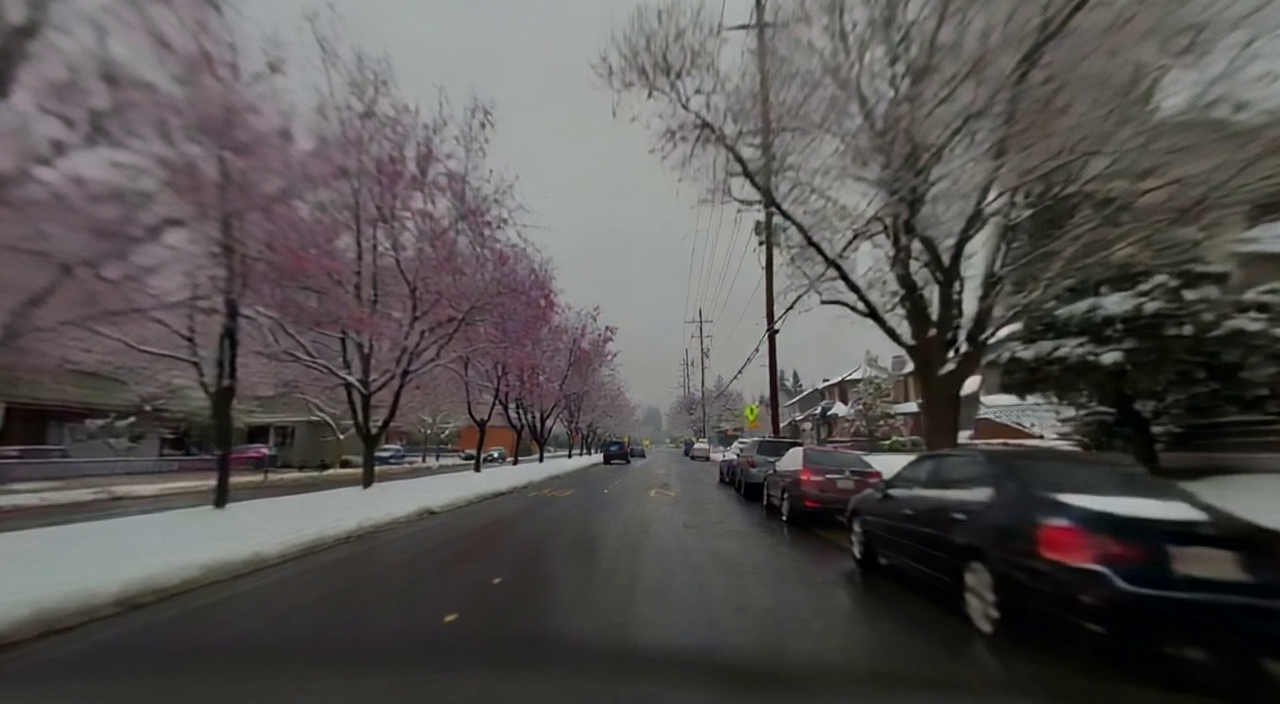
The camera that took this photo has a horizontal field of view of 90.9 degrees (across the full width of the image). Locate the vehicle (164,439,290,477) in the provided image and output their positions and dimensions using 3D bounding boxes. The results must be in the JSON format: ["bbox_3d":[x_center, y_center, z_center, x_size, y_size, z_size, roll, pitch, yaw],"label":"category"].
[{"bbox_3d":[-22.132,5.694,34.046,5.252,1.925,2.061,3,-9,-19],"label":"vehicle"}]

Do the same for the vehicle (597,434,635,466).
[{"bbox_3d":[-1.520,6.514,42.080,2.202,1.961,4.980,0,-8,2],"label":"vehicle"}]

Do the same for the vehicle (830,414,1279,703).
[{"bbox_3d":[3.145,1.354,4.925,1.985,1.500,4.654,0,-8,2],"label":"vehicle"}]
